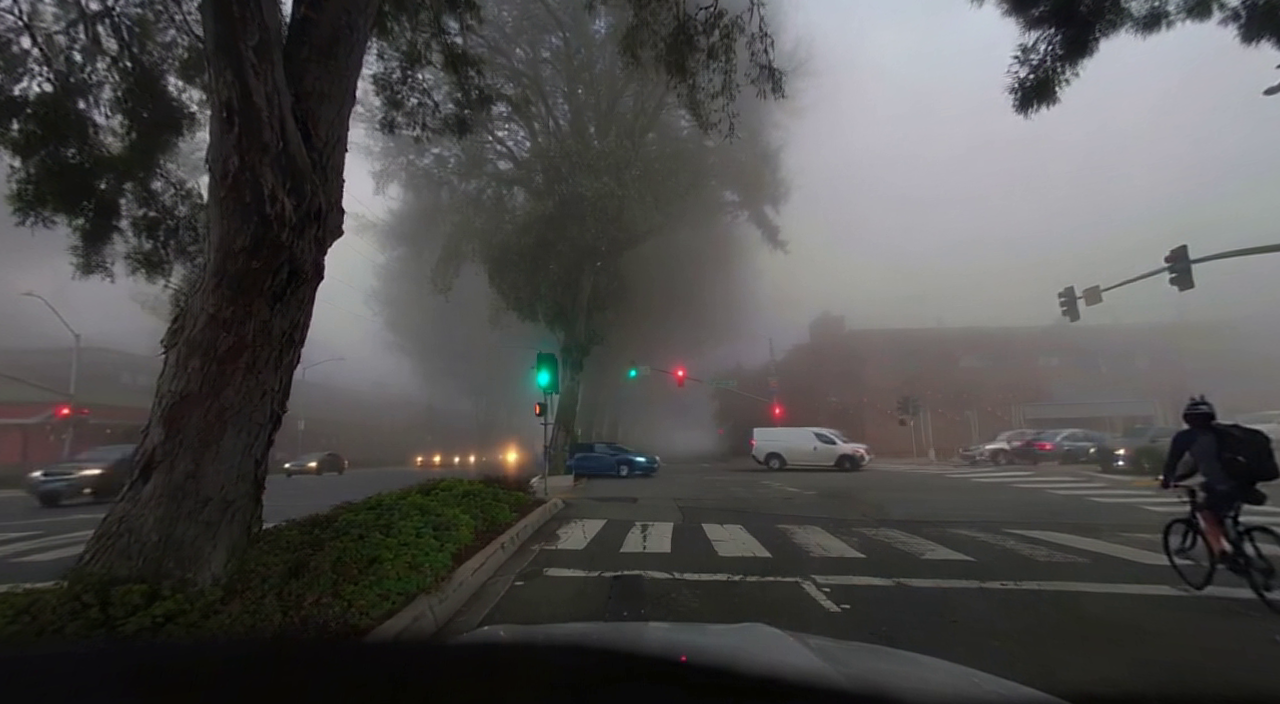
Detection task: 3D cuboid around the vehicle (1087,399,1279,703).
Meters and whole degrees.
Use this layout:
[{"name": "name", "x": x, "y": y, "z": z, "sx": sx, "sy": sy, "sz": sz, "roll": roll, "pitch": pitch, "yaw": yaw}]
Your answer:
[{"name": "vehicle", "x": 3.098, "y": 0.681, "z": 0.664, "sx": 1.990, "sy": 1.454, "sz": 4.490, "roll": 0, "pitch": -8, "yaw": 1}]

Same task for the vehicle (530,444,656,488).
[{"name": "vehicle", "x": -1.633, "y": 3.778, "z": 21.205, "sx": 4.050, "sy": 1.304, "sz": 1.921, "roll": -7, "pitch": -11, "yaw": 39}]

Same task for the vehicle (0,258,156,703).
[{"name": "vehicle", "x": -3.262, "y": 0.359, "z": 0.173, "sx": 2.231, "sy": 1.898, "sz": 4.985, "roll": 0, "pitch": -8, "yaw": 0}]

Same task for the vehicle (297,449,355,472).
[{"name": "vehicle", "x": -22.414, "y": 7.759, "z": 45.007, "sx": 1.834, "sy": 1.494, "sz": 4.352, "roll": 0, "pitch": -8, "yaw": 1}]

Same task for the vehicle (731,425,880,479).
[{"name": "vehicle", "x": 6.279, "y": 3.795, "z": 24.054, "sx": 4.958, "sy": 1.842, "sz": 2.276, "roll": -6, "pitch": -10, "yaw": 34}]
